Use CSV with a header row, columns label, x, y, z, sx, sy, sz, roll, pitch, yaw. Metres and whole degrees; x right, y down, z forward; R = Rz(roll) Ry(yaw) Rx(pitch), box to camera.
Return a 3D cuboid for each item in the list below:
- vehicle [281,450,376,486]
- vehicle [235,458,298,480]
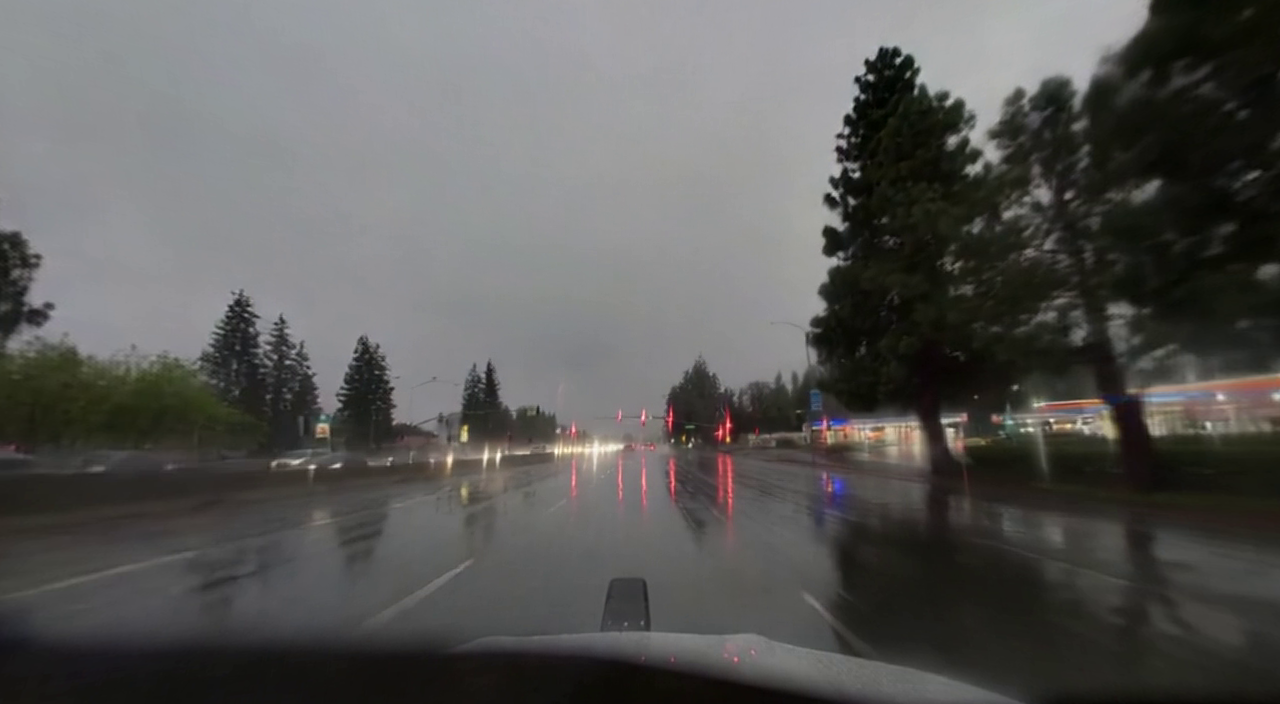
label,x,y,z,sx,sy,sz,roll,pitch,yaw
vehicle,-14.032,5.229,28.754,1.951,1.470,4.673,0,-9,0
vehicle,-26.341,8.239,44.616,1.698,1.428,4.539,0,-9,0
